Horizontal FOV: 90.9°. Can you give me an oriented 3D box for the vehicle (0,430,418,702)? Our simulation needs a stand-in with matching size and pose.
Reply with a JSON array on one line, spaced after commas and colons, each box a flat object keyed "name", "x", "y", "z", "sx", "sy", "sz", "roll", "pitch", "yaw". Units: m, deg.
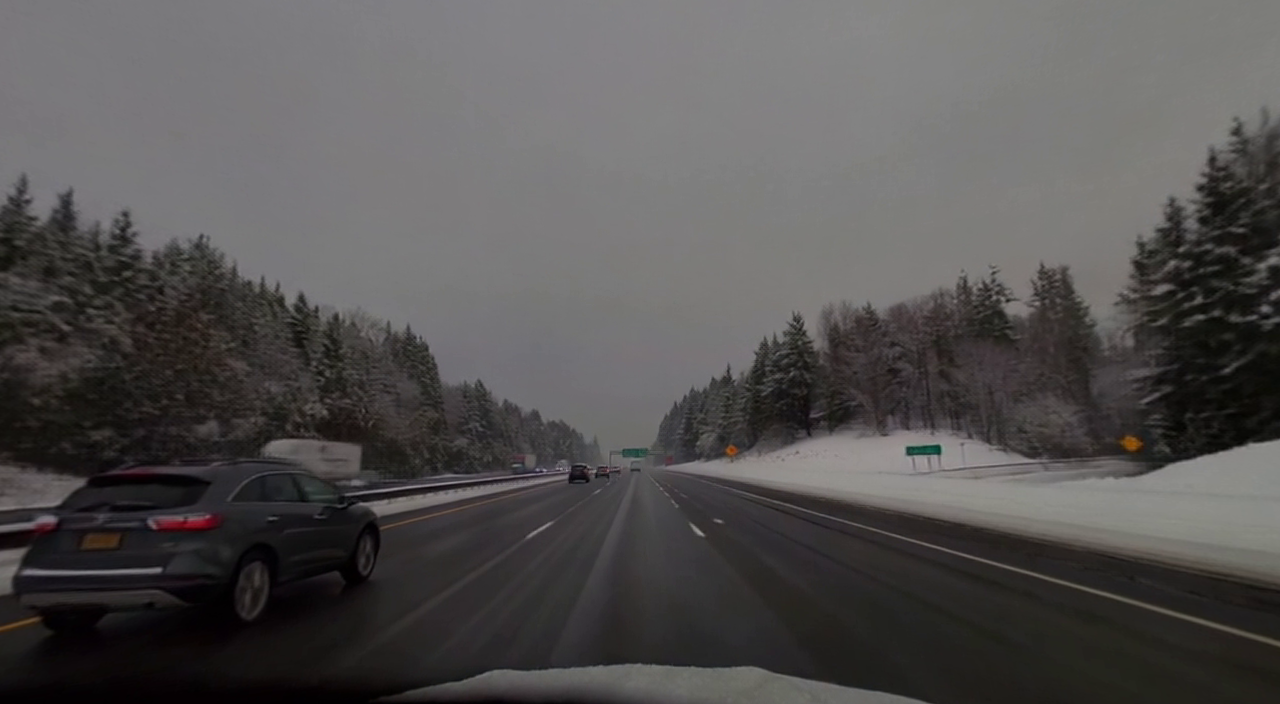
[{"name": "vehicle", "x": -3.827, "y": 1.555, "z": 5.685, "sx": 1.998, "sy": 1.427, "sz": 4.462, "roll": 1, "pitch": -11, "yaw": 0}]

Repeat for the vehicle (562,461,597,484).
[{"name": "vehicle", "x": -4.347, "y": 8.800, "z": 46.030, "sx": 2.126, "sy": 1.488, "sz": 4.186, "roll": 1, "pitch": -11, "yaw": -1}]
